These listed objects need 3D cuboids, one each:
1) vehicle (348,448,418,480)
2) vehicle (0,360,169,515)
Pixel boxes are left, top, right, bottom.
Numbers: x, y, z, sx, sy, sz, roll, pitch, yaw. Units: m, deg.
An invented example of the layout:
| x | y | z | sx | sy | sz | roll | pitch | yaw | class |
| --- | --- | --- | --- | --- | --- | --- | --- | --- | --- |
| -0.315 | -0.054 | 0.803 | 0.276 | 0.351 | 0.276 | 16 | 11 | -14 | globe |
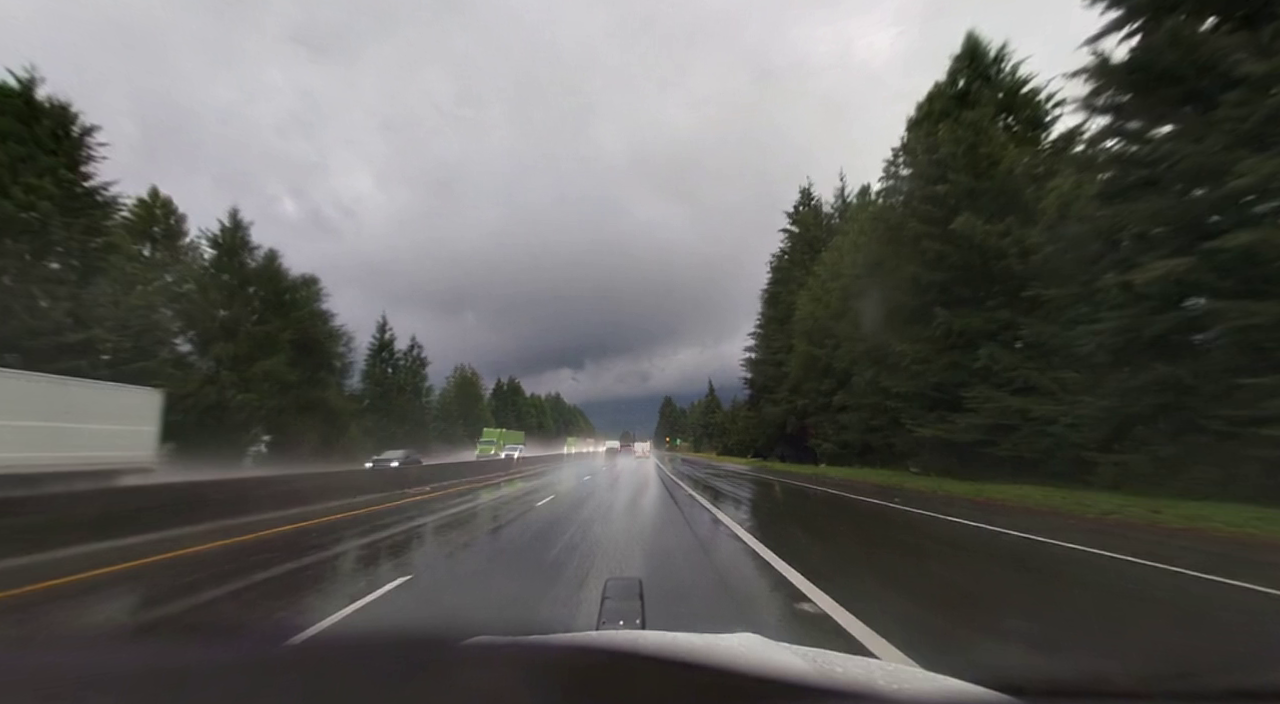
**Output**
| x | y | z | sx | sy | sz | roll | pitch | yaw | class |
| --- | --- | --- | --- | --- | --- | --- | --- | --- | --- |
| -13.241 | 5.765 | 32.795 | 1.888 | 1.494 | 4.184 | 0 | -9 | 0 | vehicle |
| -17.985 | 1.999 | 14.895 | 3.020 | 3.951 | 14.107 | 0 | -9 | -1 | vehicle |
